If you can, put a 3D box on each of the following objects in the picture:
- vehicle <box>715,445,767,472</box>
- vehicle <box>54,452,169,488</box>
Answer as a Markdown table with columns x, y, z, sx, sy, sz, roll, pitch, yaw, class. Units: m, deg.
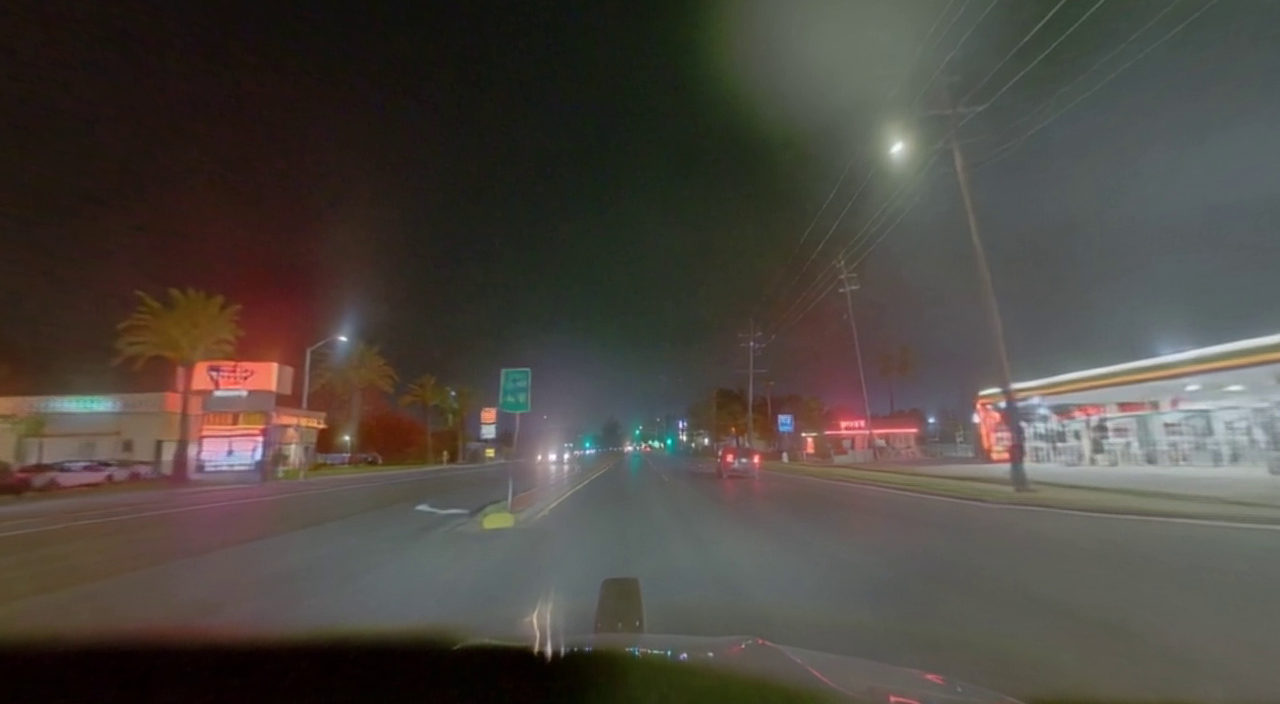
| x | y | z | sx | sy | sz | roll | pitch | yaw | class |
| --- | --- | --- | --- | --- | --- | --- | --- | --- | --- |
| 5.952 | 6.349 | 37.772 | 2.261 | 1.479 | 4.403 | 0 | -9 | -2 | vehicle |
| -27.758 | 6.190 | 33.419 | 2.113 | 1.684 | 4.498 | -1 | -9 | 1 | vehicle |
